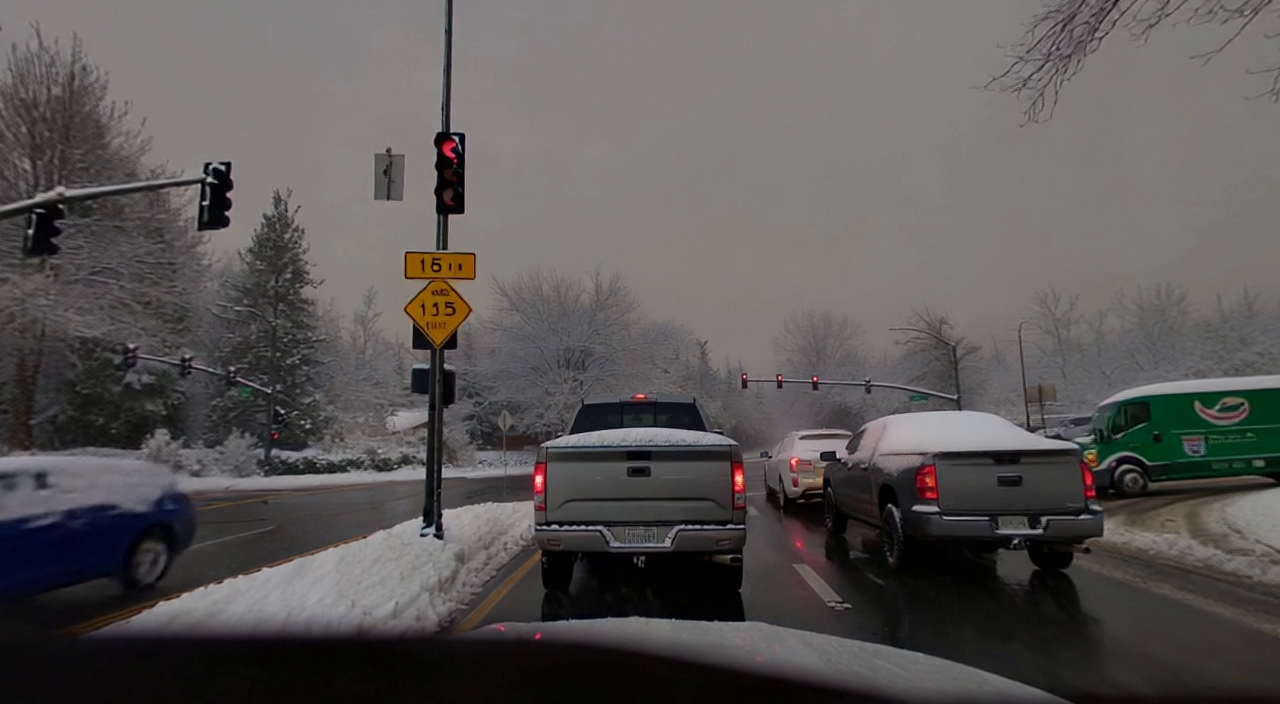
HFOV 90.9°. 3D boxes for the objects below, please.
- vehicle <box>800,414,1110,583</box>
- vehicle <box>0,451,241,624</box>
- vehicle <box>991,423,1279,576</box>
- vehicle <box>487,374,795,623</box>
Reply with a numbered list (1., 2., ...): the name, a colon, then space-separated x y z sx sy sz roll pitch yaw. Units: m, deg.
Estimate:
1. vehicle: 3.572 1.716 8.181 1.981 1.616 4.006 0 -8 1
2. vehicle: -7.334 1.960 7.132 2.410 1.596 4.931 0 -8 0
3. vehicle: 6.837 1.739 8.284 1.973 1.470 4.228 0 -8 -1
4. vehicle: 0.044 1.472 7.343 2.326 1.880 4.964 0 -8 1
